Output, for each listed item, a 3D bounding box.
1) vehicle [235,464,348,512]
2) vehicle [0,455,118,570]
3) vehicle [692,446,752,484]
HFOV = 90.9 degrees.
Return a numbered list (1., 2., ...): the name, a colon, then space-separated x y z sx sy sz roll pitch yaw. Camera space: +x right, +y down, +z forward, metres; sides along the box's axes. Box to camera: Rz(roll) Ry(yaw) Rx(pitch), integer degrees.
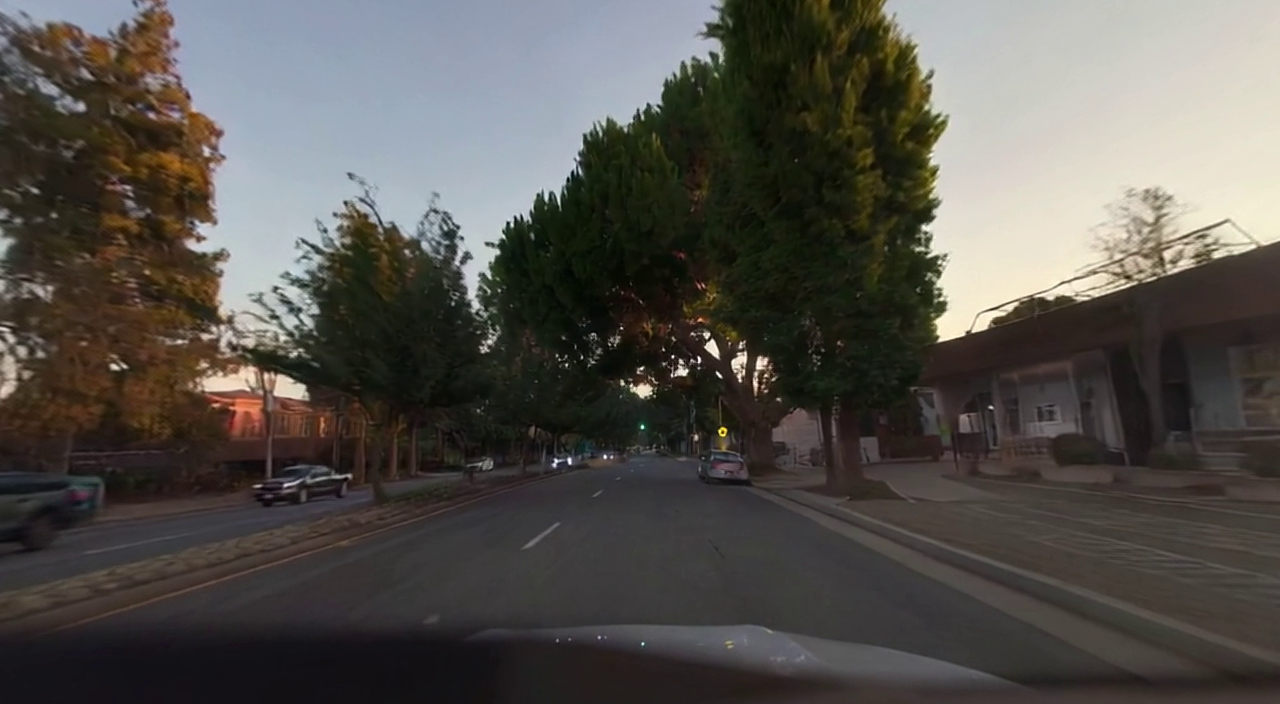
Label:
1. vehicle: -14.163 5.508 25.992 1.915 1.505 4.726 -5 -9 2
2. vehicle: -11.317 2.553 9.865 2.079 1.812 4.757 0 -9 2
3. vehicle: 3.575 5.001 28.194 2.041 1.523 4.281 0 -9 -1
